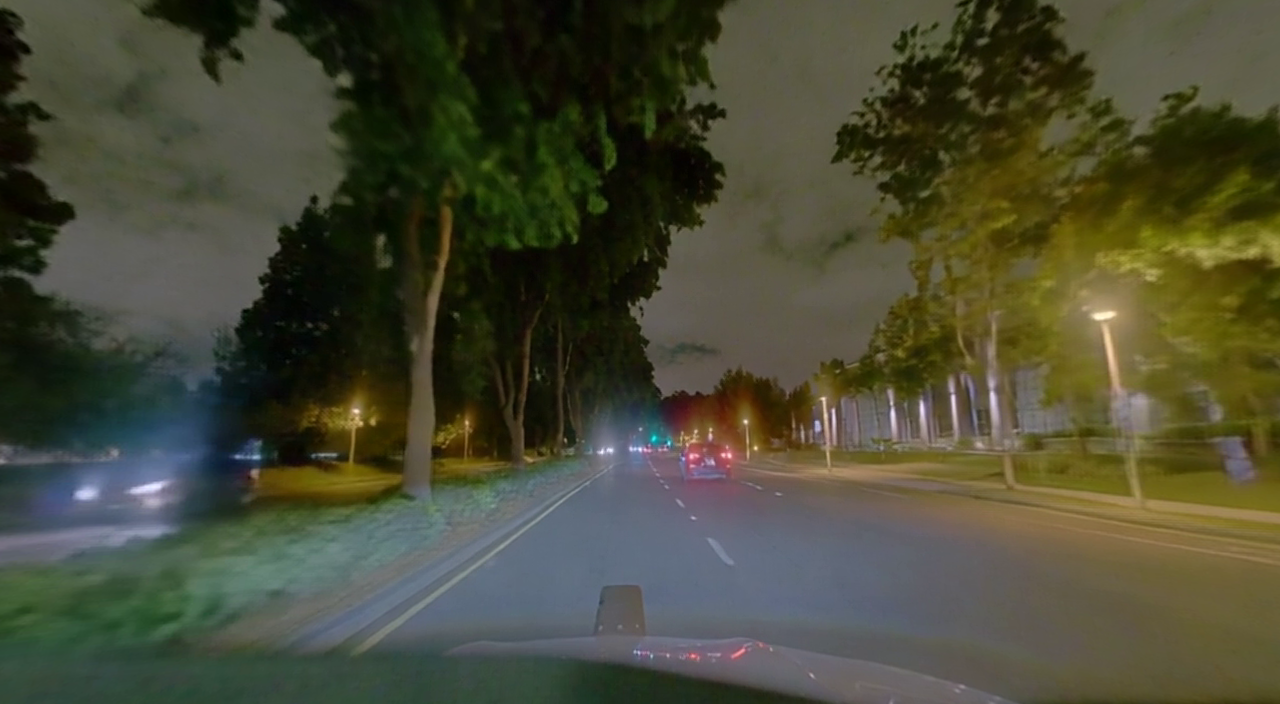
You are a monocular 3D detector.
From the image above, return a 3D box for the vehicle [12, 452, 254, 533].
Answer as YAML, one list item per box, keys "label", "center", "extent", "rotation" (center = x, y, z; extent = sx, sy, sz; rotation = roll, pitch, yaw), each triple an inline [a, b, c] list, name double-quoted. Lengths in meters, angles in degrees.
- label: "vehicle"
  center: [-12.177, 3.340, 15.788]
  extent: [1.888, 1.615, 5.012]
  rotation: [0, -8, 0]

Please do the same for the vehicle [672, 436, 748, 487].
- label: "vehicle"
  center: [2.555, 4.132, 24.224]
  extent: [2.240, 1.740, 4.605]
  rotation: [0, -8, -2]
